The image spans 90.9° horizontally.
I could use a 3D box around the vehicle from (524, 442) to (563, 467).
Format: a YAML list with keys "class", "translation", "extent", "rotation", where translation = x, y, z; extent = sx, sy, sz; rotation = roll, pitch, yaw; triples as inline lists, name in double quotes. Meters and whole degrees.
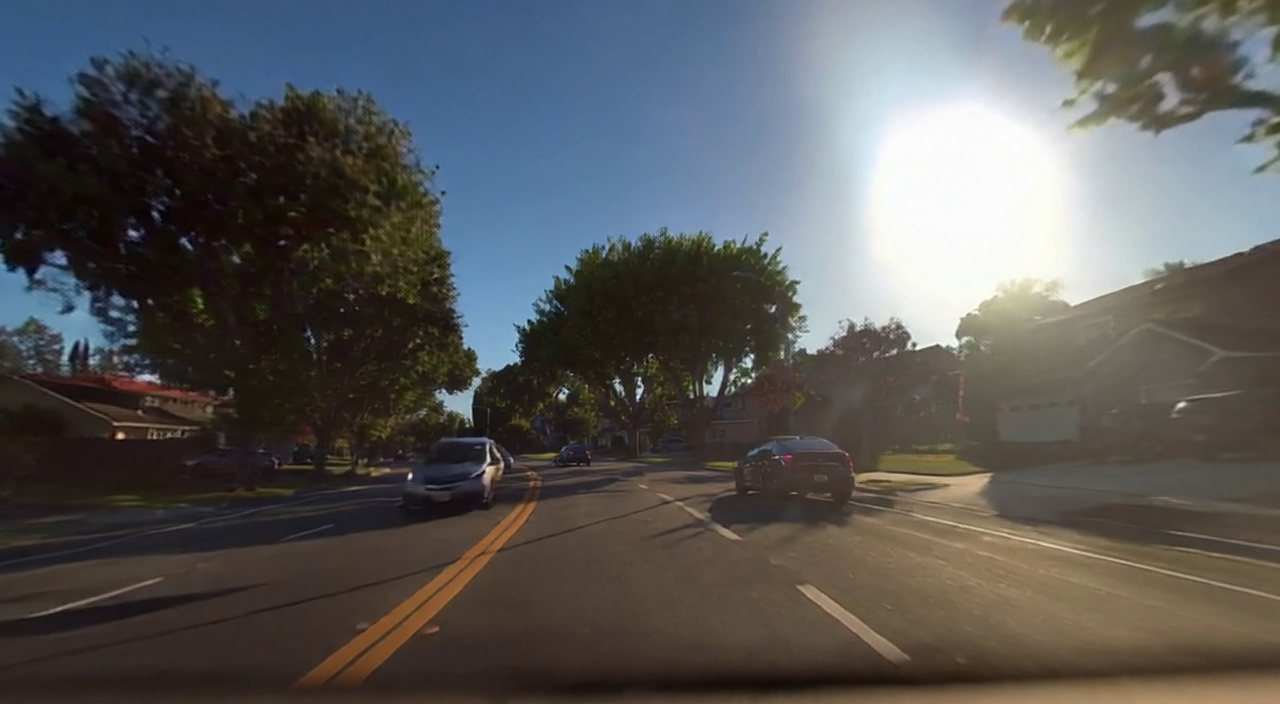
- class: "vehicle"
  translation: [-6.994, 7.317, 45.333]
  extent: [2.106, 1.667, 4.367]
  rotation: [2, -9, -17]

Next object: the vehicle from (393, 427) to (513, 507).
- class: "vehicle"
  translation: [-4.890, 3.061, 17.300]
  extent: [2.316, 1.845, 4.805]
  rotation: [1, -8, -7]

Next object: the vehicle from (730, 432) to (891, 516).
- class: "vehicle"
  translation: [3.434, 2.544, 13.690]
  extent: [1.934, 1.506, 4.282]
  rotation: [1, -8, -5]

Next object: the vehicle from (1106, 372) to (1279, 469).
- class: "vehicle"
  translation: [14.910, 1.643, 15.895]
  extent: [4.455, 1.795, 2.331]
  rotation: [-7, -6, -7]
